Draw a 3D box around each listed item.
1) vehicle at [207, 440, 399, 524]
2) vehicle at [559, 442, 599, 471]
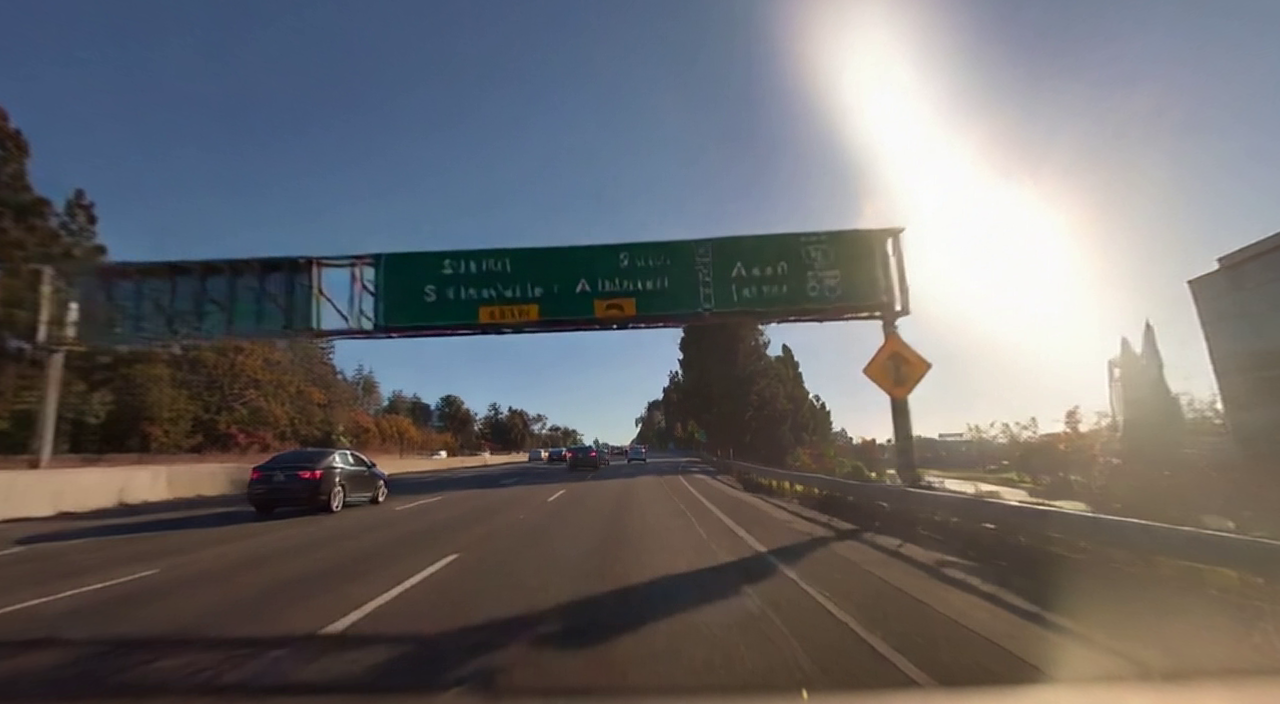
[{"bbox_3d":[-7.745,2.988,15.127,2.071,1.661,4.540,-1,-8,0],"label":"vehicle"},{"bbox_3d":[-3.983,6.915,41.880,2.158,1.717,4.375,-1,-8,1],"label":"vehicle"}]
